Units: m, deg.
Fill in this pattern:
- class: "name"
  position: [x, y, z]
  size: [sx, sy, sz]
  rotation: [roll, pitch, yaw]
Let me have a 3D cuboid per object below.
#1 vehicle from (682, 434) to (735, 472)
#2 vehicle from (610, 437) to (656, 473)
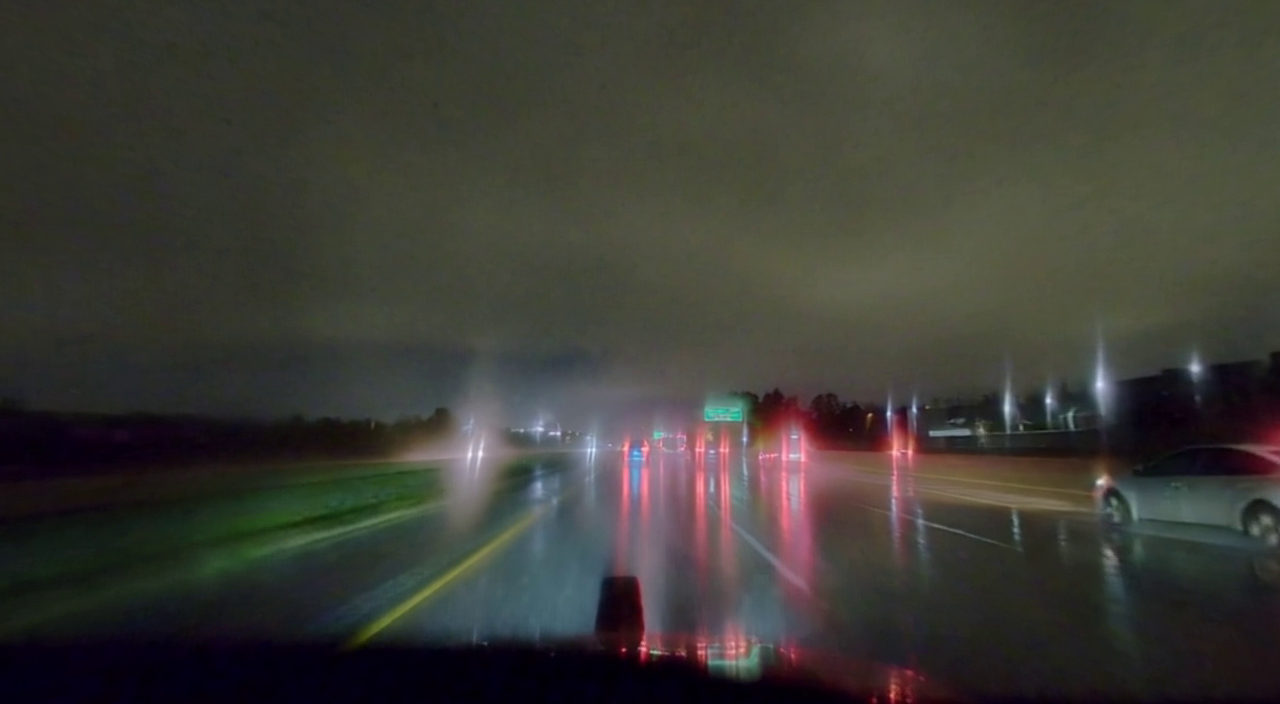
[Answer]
- class: "vehicle"
  position: [3.587, 5.428, 33.950]
  size: [2.269, 1.839, 4.554]
  rotation: [0, -9, -1]
- class: "vehicle"
  position: [-0.303, 5.196, 31.853]
  size: [2.142, 1.664, 4.076]
  rotation: [0, -9, 1]
